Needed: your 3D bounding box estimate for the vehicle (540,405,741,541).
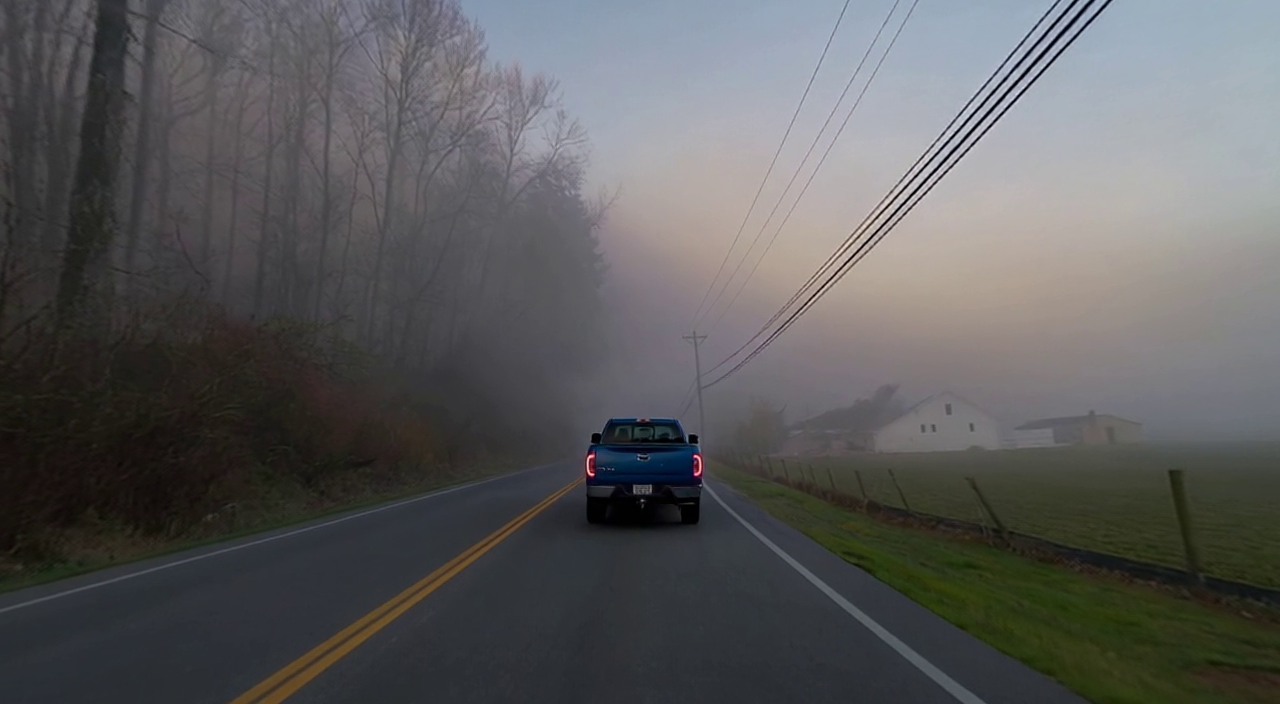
[{"bbox_3d":[-0.064,2.112,11.773,2.774,1.861,5.885,0,-8,-2],"label":"vehicle"}]
